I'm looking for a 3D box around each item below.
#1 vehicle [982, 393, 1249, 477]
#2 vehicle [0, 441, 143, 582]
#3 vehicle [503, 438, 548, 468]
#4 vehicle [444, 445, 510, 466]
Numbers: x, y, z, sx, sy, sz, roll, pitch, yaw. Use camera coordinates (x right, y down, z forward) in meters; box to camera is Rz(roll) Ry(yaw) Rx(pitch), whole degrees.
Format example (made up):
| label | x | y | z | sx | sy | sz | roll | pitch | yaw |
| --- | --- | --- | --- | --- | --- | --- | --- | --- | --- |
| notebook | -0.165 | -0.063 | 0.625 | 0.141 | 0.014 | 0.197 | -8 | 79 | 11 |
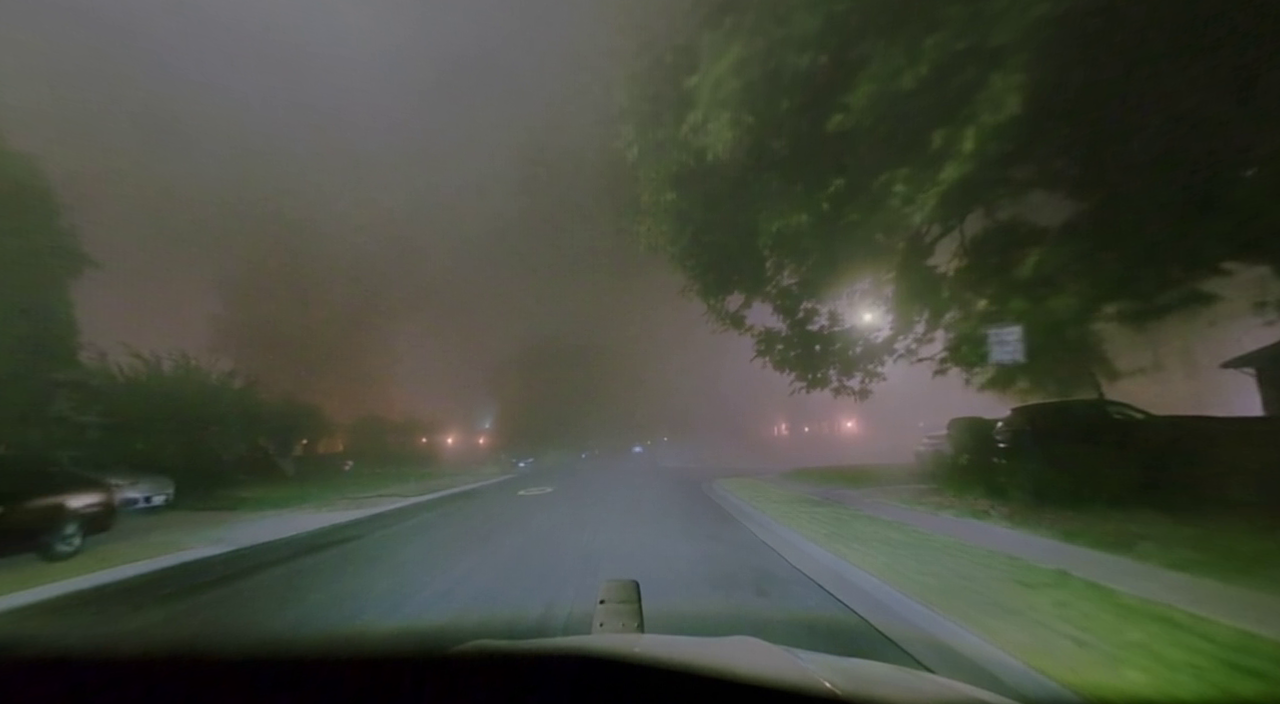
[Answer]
| label | x | y | z | sx | sy | sz | roll | pitch | yaw |
| --- | --- | --- | --- | --- | --- | --- | --- | --- | --- |
| vehicle | 12.177 | 2.146 | 16.403 | 5.367 | 1.953 | 2.257 | 1 | -8 | -9 |
| vehicle | -8.479 | 1.878 | 7.226 | 2.074 | 1.616 | 4.440 | -2 | -9 | -2 |
| vehicle | -7.852 | 7.039 | 43.774 | 2.091 | 1.912 | 4.598 | 0 | -10 | 2 |
| vehicle | -12.680 | 8.067 | 49.342 | 4.538 | 1.578 | 2.000 | -1 | -8 | 0 |
